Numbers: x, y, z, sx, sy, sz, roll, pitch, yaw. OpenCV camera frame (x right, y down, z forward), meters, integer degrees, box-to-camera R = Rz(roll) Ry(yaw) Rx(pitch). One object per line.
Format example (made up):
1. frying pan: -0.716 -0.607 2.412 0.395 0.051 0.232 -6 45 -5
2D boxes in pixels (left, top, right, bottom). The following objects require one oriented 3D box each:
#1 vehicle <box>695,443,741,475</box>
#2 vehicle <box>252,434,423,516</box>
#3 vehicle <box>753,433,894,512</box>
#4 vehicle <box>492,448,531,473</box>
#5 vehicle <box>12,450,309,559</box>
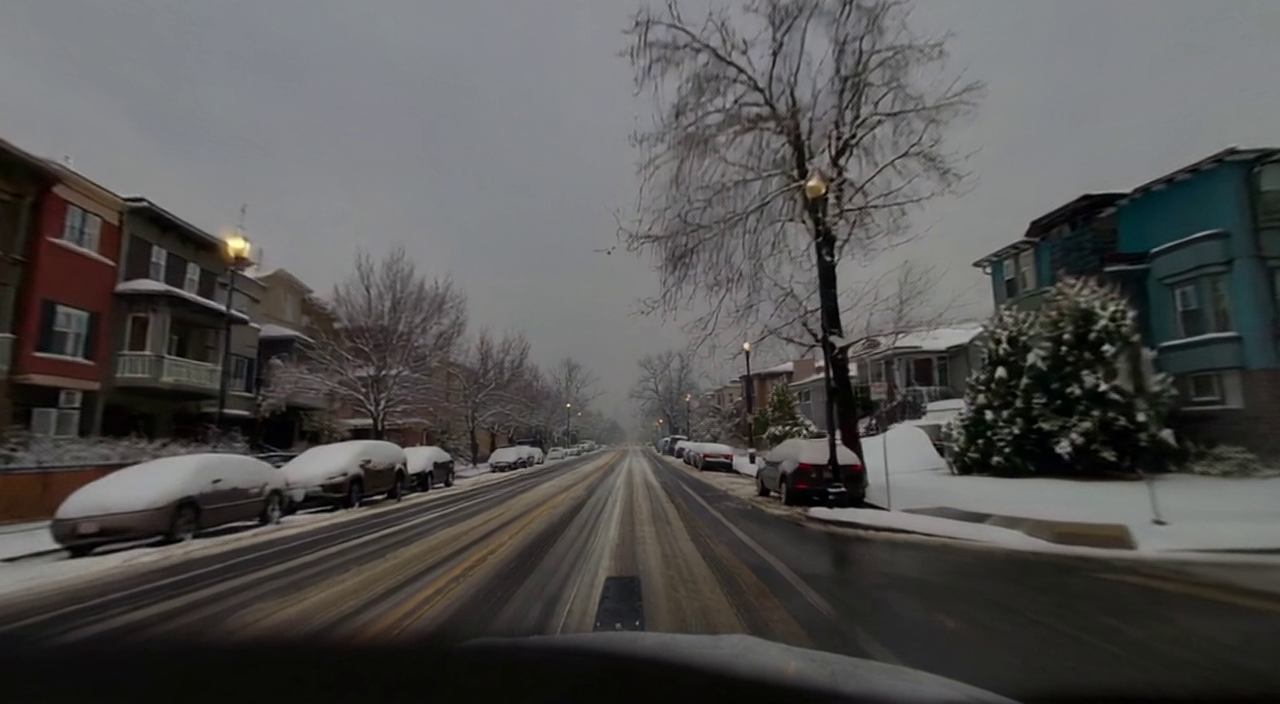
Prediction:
1. vehicle: 4.037 5.597 33.399 1.845 1.556 3.929 1 -9 -1
2. vehicle: -7.894 3.255 17.220 2.283 1.853 4.903 0 -9 -1
3. vehicle: 4.334 2.918 15.747 2.034 1.674 4.271 1 -9 -3
4. vehicle: -8.292 7.012 41.058 1.852 1.482 3.916 0 -9 -2
5. vehicle: -8.030 2.538 11.292 1.967 1.517 4.360 1 -9 -2
